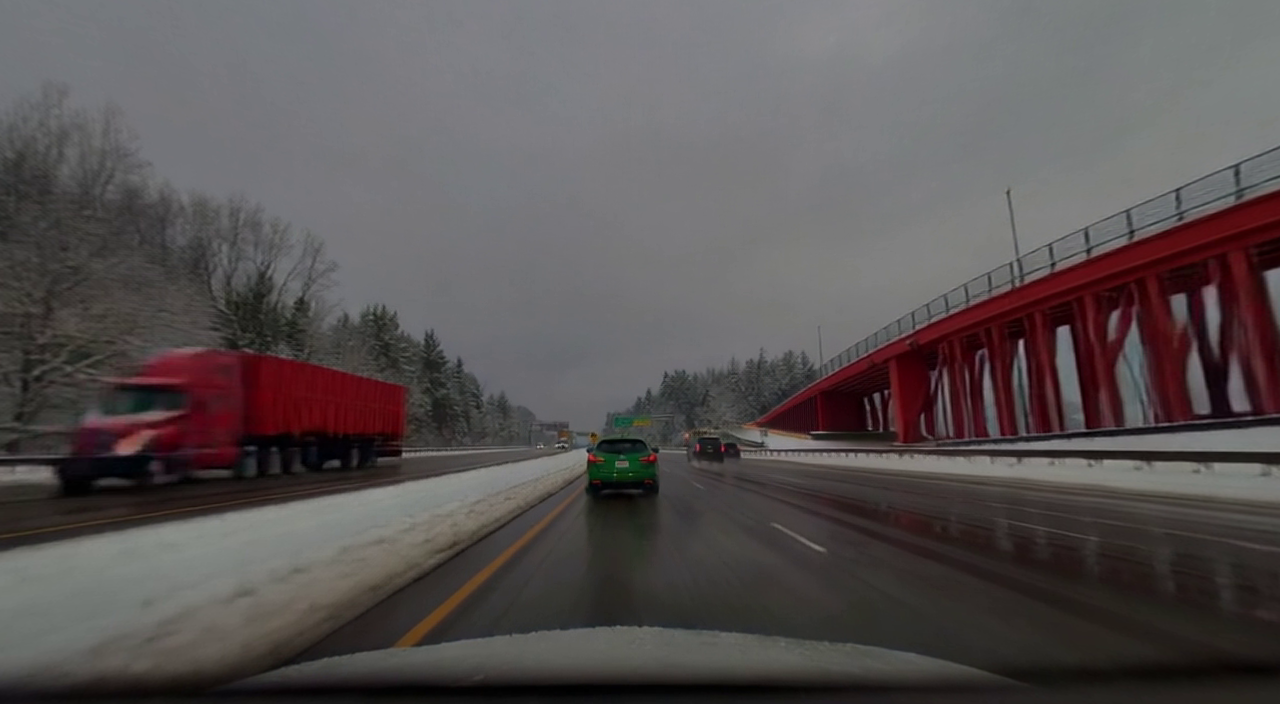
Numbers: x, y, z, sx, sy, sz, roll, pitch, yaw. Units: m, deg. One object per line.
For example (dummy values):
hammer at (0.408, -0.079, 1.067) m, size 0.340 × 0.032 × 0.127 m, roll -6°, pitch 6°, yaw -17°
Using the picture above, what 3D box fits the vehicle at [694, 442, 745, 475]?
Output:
vehicle at (3.872, 5.242, 31.067) m, size 1.894 × 1.487 × 3.751 m, roll 0°, pitch -9°, yaw -2°

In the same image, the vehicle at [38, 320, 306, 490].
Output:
vehicle at (-13.050, 1.703, 18.373) m, size 3.271 × 4.196 × 5.696 m, roll 0°, pitch -9°, yaw -1°

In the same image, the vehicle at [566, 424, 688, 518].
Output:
vehicle at (-0.257, 2.521, 13.715) m, size 2.259 × 1.699 × 4.015 m, roll 0°, pitch -9°, yaw 0°
